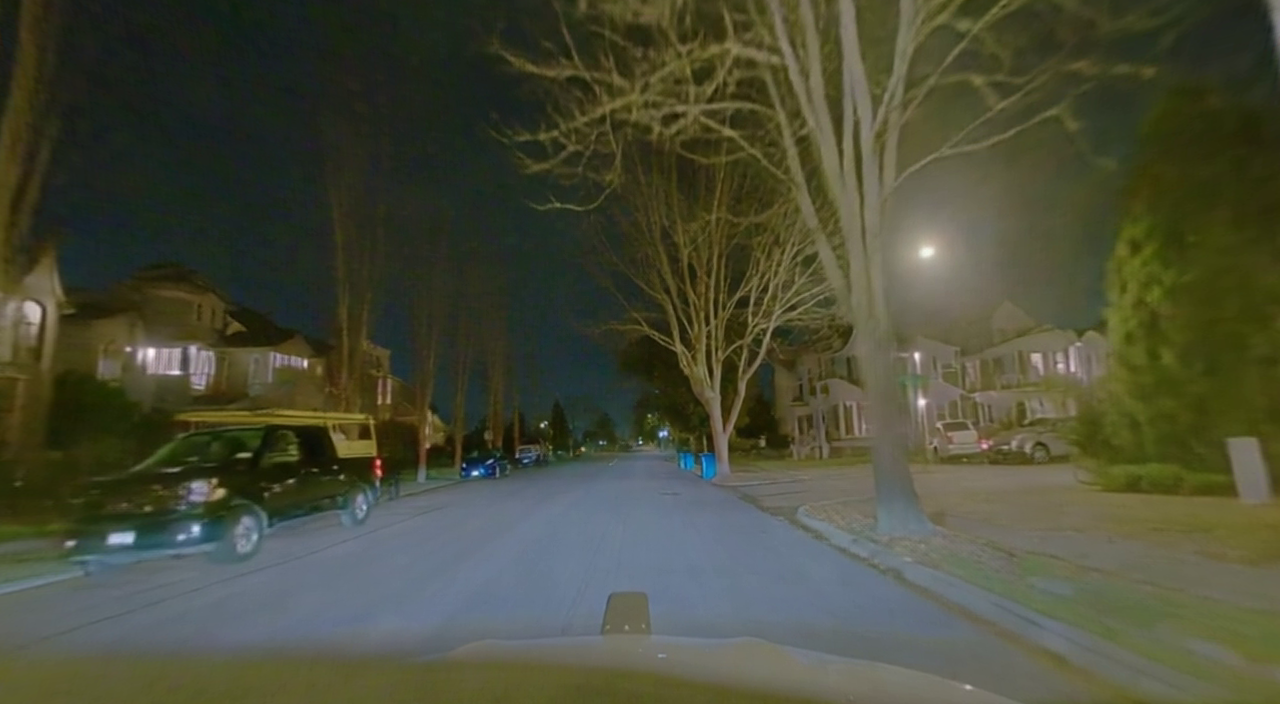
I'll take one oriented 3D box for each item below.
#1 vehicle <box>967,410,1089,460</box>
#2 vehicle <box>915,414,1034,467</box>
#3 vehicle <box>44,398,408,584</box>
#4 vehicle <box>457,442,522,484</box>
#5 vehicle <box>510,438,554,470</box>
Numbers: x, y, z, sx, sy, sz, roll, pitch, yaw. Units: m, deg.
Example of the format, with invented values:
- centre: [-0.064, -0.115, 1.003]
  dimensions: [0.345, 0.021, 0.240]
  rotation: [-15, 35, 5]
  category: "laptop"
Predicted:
- centre: [14.769, 3.249, 24.340]
  dimensions: [1.915, 1.740, 4.309]
  rotation: [1, -9, -1]
  category: "vehicle"
- centre: [12.669, 3.376, 24.291]
  dimensions: [1.936, 1.687, 4.714]
  rotation: [-5, -7, 1]
  category: "vehicle"
- centre: [-6.330, 1.974, 10.907]
  dimensions: [2.223, 2.115, 5.707]
  rotation: [5, -4, 1]
  category: "vehicle"
- centre: [-6.658, 4.902, 28.338]
  dimensions: [1.945, 1.530, 4.430]
  rotation: [-4, -7, -2]
  category: "vehicle"
- centre: [-7.014, 6.671, 41.523]
  dimensions: [2.169, 1.871, 4.762]
  rotation: [-3, -8, -2]
  category: "vehicle"
